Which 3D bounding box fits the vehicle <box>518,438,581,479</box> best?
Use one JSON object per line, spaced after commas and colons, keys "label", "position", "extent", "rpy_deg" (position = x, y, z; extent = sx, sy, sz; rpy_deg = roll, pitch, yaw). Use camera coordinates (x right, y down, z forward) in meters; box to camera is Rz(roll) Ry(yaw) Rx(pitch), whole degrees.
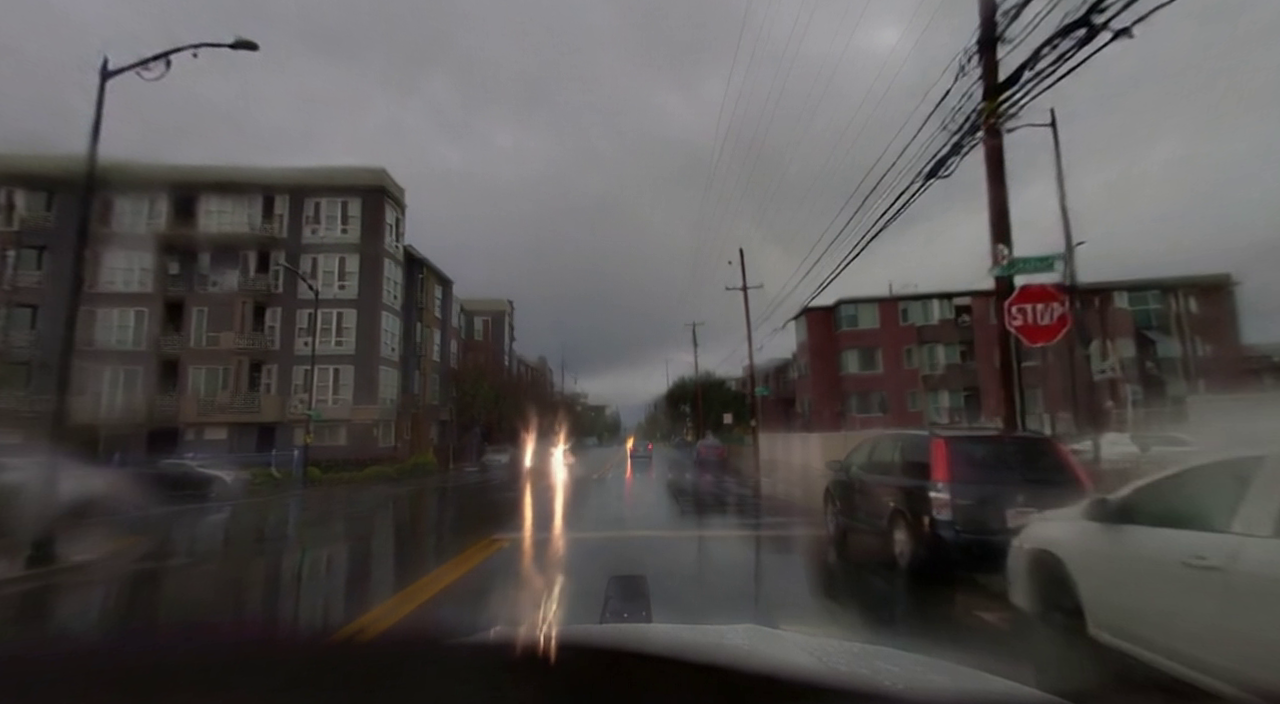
{"label": "vehicle", "position": [-4.248, 5.112, 30.464], "extent": [2.201, 1.801, 4.750], "rpy_deg": [-1, -9, 1]}

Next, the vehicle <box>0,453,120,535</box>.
{"label": "vehicle", "position": [-16.522, 3.509, 15.505], "extent": [5.392, 1.808, 2.324], "rpy_deg": [-2, -9, 0]}

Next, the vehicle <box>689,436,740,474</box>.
{"label": "vehicle", "position": [3.839, 5.406, 33.287], "extent": [2.164, 1.721, 4.416], "rpy_deg": [-4, -9, 1]}

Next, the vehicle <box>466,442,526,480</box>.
{"label": "vehicle", "position": [-7.579, 5.778, 33.760], "extent": [2.140, 1.874, 4.475], "rpy_deg": [0, -9, 0]}

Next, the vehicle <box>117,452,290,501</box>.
{"label": "vehicle", "position": [-17.214, 4.902, 25.067], "extent": [5.354, 1.773, 1.991], "rpy_deg": [0, -9, 0]}

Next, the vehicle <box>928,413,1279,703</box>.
{"label": "vehicle", "position": [3.406, 1.057, 2.910], "extent": [1.888, 1.495, 4.567], "rpy_deg": [0, -9, -1]}
